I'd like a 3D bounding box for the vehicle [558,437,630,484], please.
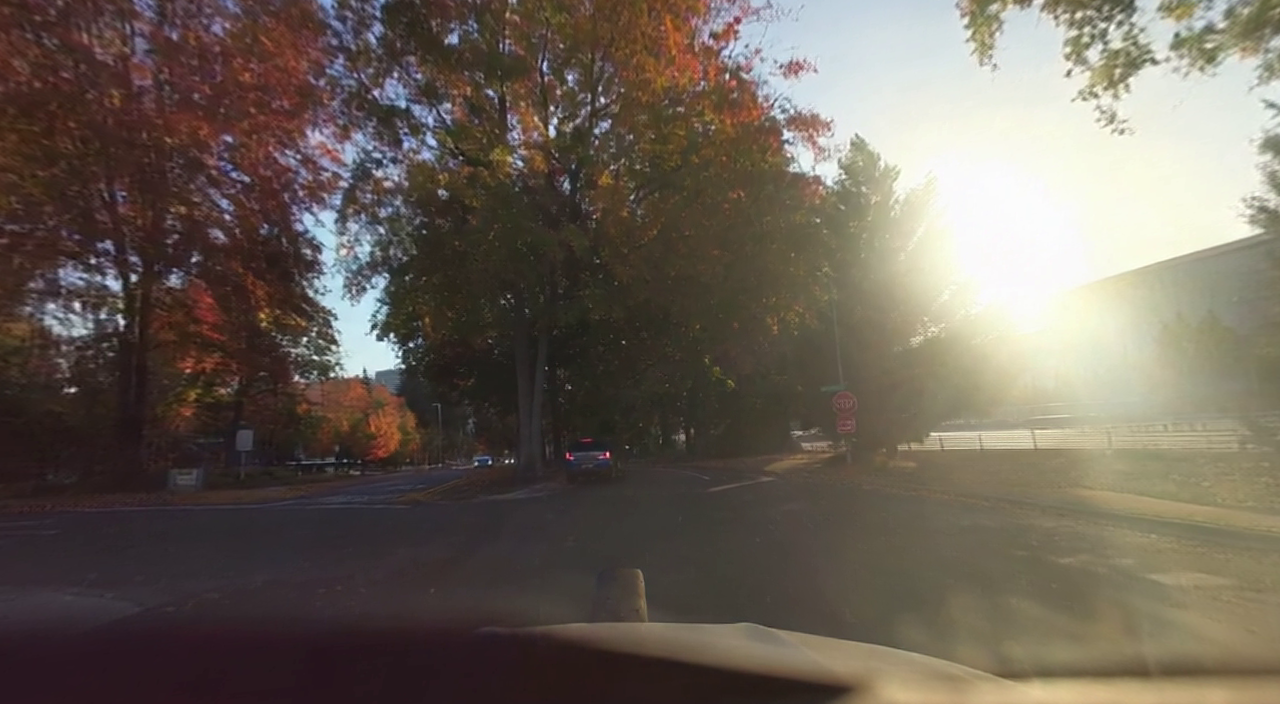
[{"bbox_3d":[-2.051,5.126,30.107,2.284,2.012,5.607,-1,-9,8],"label":"vehicle"}]
